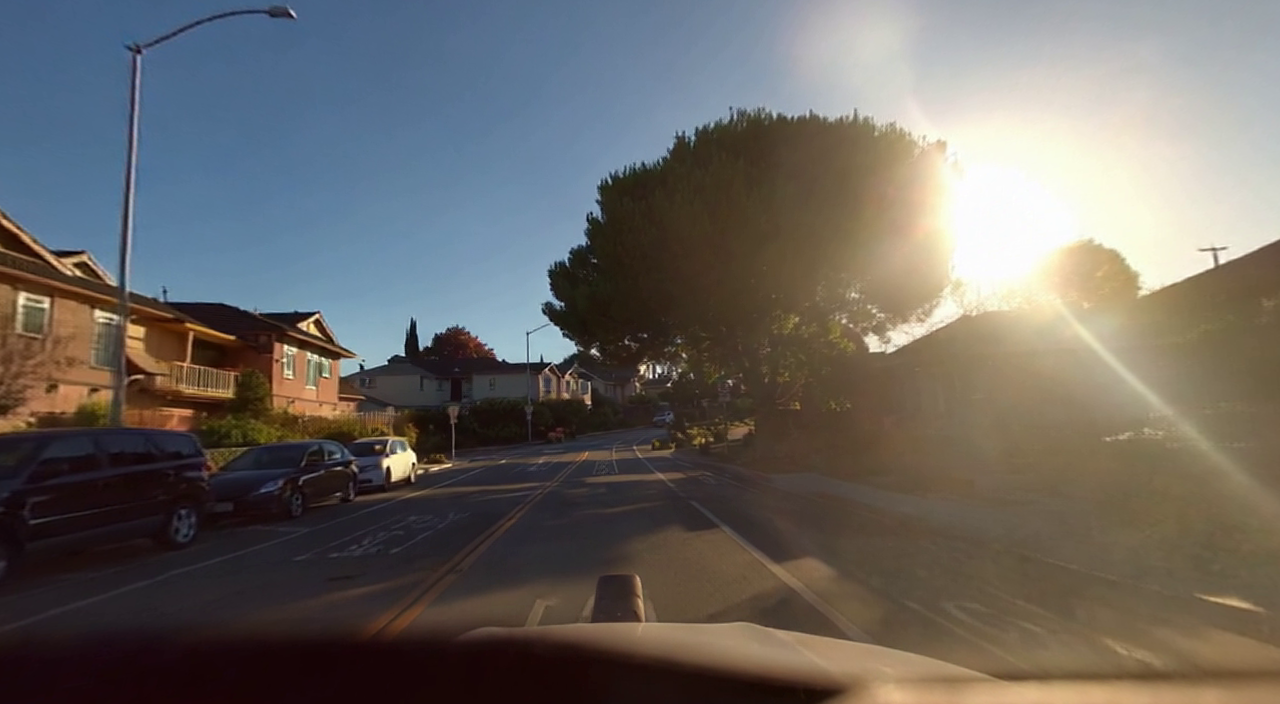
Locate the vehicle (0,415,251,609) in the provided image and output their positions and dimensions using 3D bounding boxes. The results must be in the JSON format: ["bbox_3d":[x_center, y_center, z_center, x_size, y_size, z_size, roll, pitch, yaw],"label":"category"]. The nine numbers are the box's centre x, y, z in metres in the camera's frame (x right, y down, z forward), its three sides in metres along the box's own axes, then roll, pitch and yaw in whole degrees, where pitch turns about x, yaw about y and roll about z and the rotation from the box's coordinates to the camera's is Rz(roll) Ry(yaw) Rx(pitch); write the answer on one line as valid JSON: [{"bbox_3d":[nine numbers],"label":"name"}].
[{"bbox_3d":[-6.804,1.658,7.242,1.865,1.750,4.507,0,-8,-2],"label":"vehicle"}]

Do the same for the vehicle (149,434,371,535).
[{"bbox_3d":[-6.750,2.330,11.773,1.777,1.554,3.790,0,-8,0],"label":"vehicle"}]
